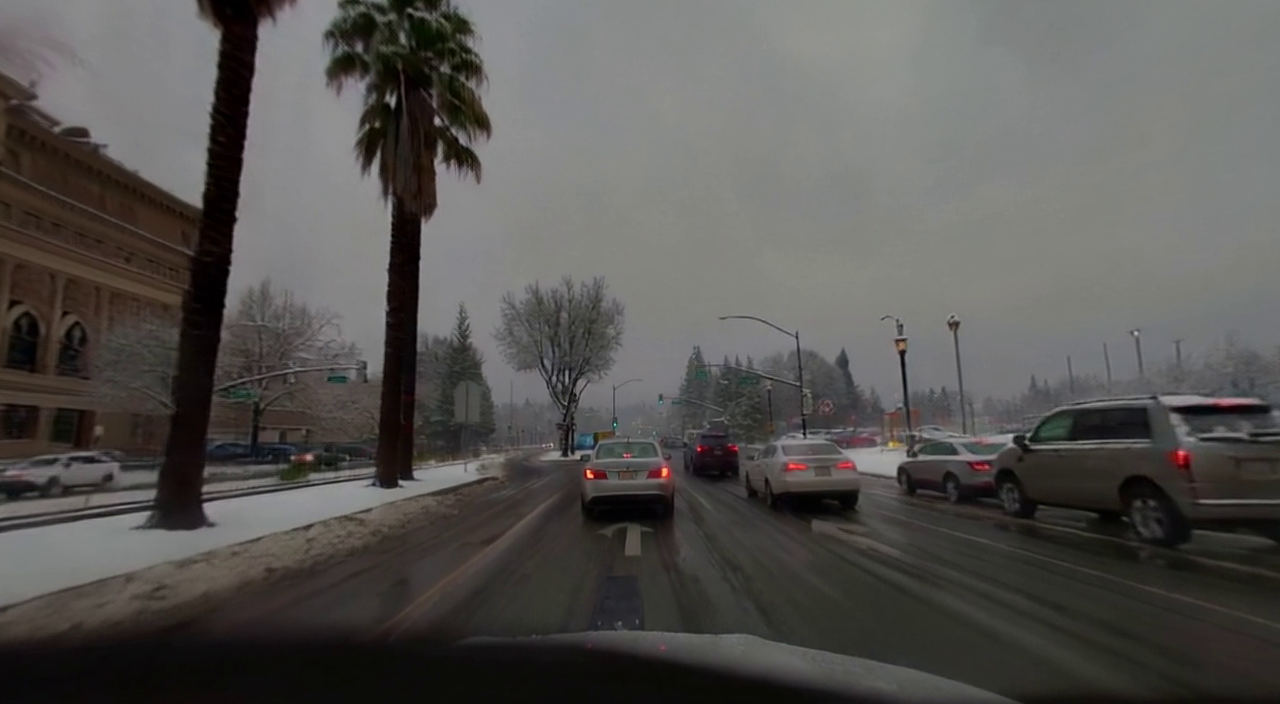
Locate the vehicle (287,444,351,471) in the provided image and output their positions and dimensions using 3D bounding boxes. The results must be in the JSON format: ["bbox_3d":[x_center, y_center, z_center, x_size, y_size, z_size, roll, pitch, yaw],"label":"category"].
[{"bbox_3d":[-21.379,7.055,42.318,1.958,1.675,4.389,0,-8,0],"label":"vehicle"}]

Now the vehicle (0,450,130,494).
[{"bbox_3d":[-24.429,5.017,26.797,1.870,1.636,4.375,0,-8,0],"label":"vehicle"}]

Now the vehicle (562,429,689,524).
[{"bbox_3d":[-0.257,2.305,12.190,2.050,1.521,3.747,0,-8,-1],"label":"vehicle"}]

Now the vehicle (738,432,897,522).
[{"bbox_3d":[3.248,2.374,12.546,1.833,1.465,4.258,0,-8,-1],"label":"vehicle"}]

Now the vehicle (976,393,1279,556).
[{"bbox_3d":[8.023,1.762,10.180,2.200,1.933,5.123,0,-7,-2],"label":"vehicle"}]

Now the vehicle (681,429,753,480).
[{"bbox_3d":[3.137,4.429,27.640,2.127,1.854,7.971,0,-8,0],"label":"vehicle"}]
